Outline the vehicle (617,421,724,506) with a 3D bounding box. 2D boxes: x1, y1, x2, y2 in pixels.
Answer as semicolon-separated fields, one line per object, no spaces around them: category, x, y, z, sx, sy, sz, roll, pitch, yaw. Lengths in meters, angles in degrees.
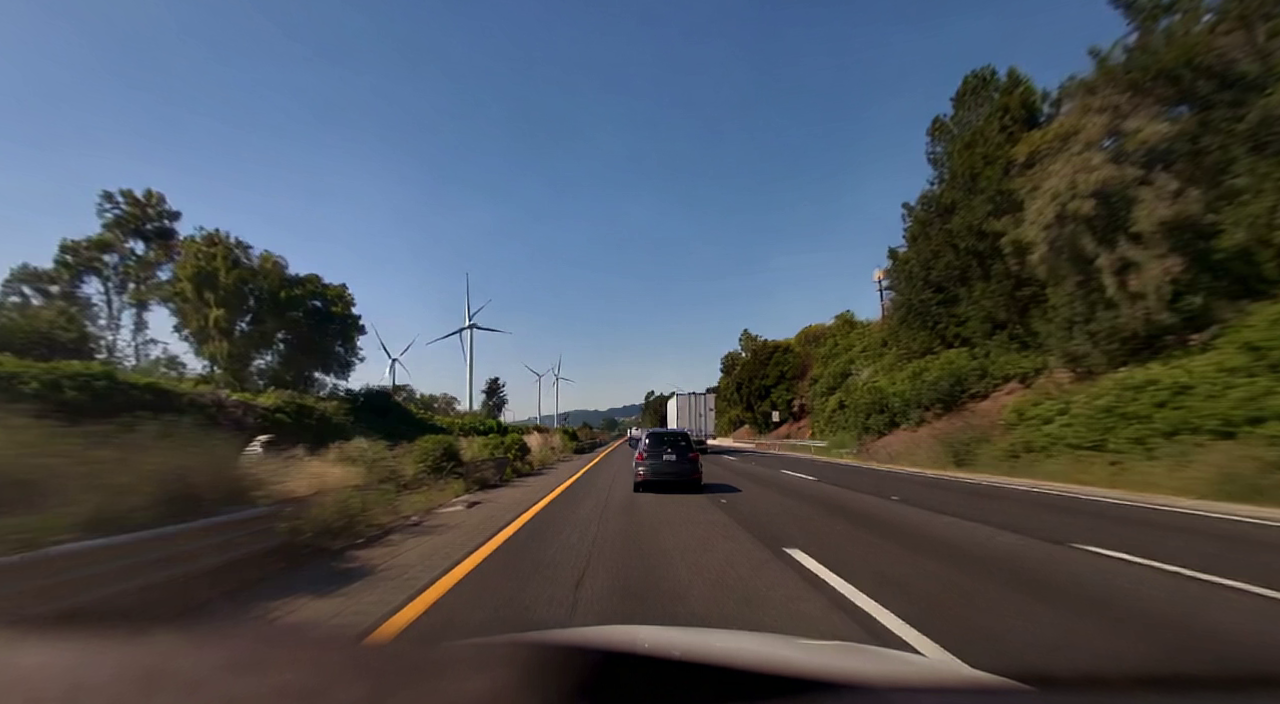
vehicle;0.508;2.440;14.372;2.038;1.624;4.312;0;-8;-3
